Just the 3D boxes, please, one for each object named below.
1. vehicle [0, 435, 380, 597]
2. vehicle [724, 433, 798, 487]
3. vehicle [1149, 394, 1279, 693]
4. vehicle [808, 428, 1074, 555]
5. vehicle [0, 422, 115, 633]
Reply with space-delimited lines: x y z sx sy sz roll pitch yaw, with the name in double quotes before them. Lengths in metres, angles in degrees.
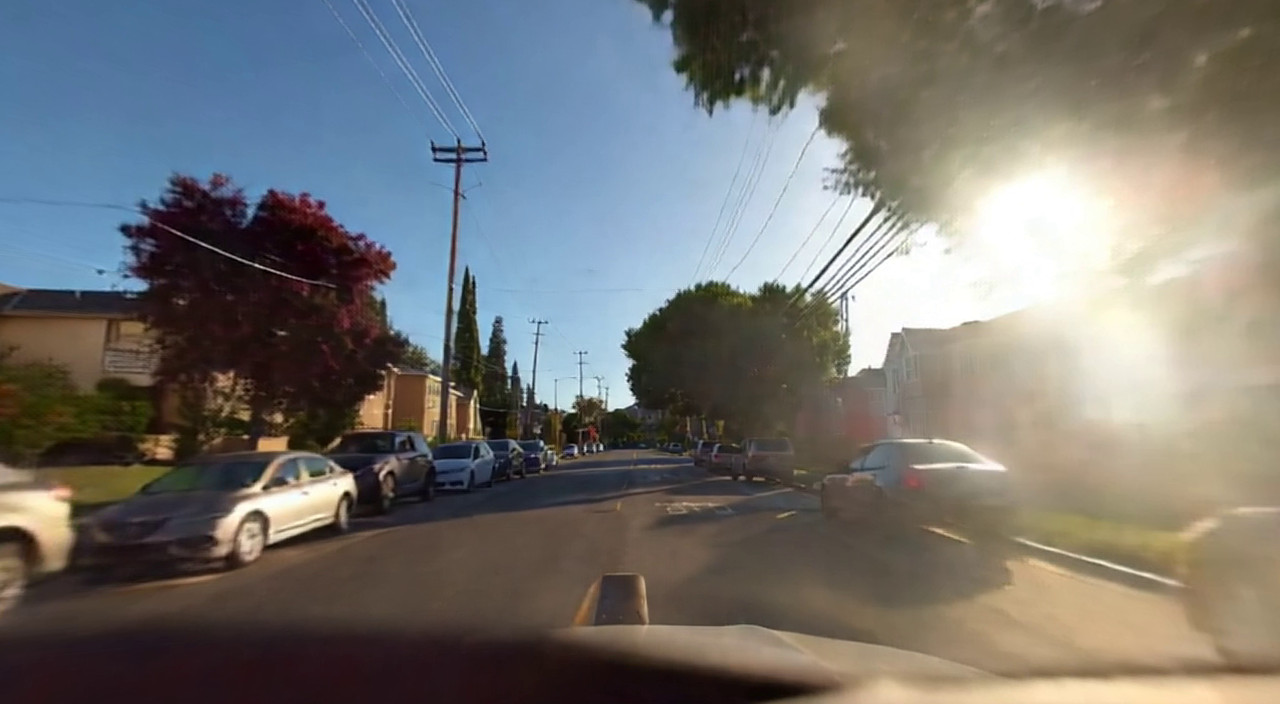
"vehicle" -5.373 1.891 8.521 1.979 1.435 4.785 -2 -7 -3
"vehicle" 4.246 3.857 22.852 1.936 1.756 4.127 0 -9 1
"vehicle" 4.576 0.892 2.228 1.951 1.700 4.485 -1 -9 3
"vehicle" 4.435 2.112 10.402 1.910 1.567 4.856 0 -9 -1
"vehicle" -5.359 1.099 3.087 1.853 1.447 4.462 -3 -7 -1
